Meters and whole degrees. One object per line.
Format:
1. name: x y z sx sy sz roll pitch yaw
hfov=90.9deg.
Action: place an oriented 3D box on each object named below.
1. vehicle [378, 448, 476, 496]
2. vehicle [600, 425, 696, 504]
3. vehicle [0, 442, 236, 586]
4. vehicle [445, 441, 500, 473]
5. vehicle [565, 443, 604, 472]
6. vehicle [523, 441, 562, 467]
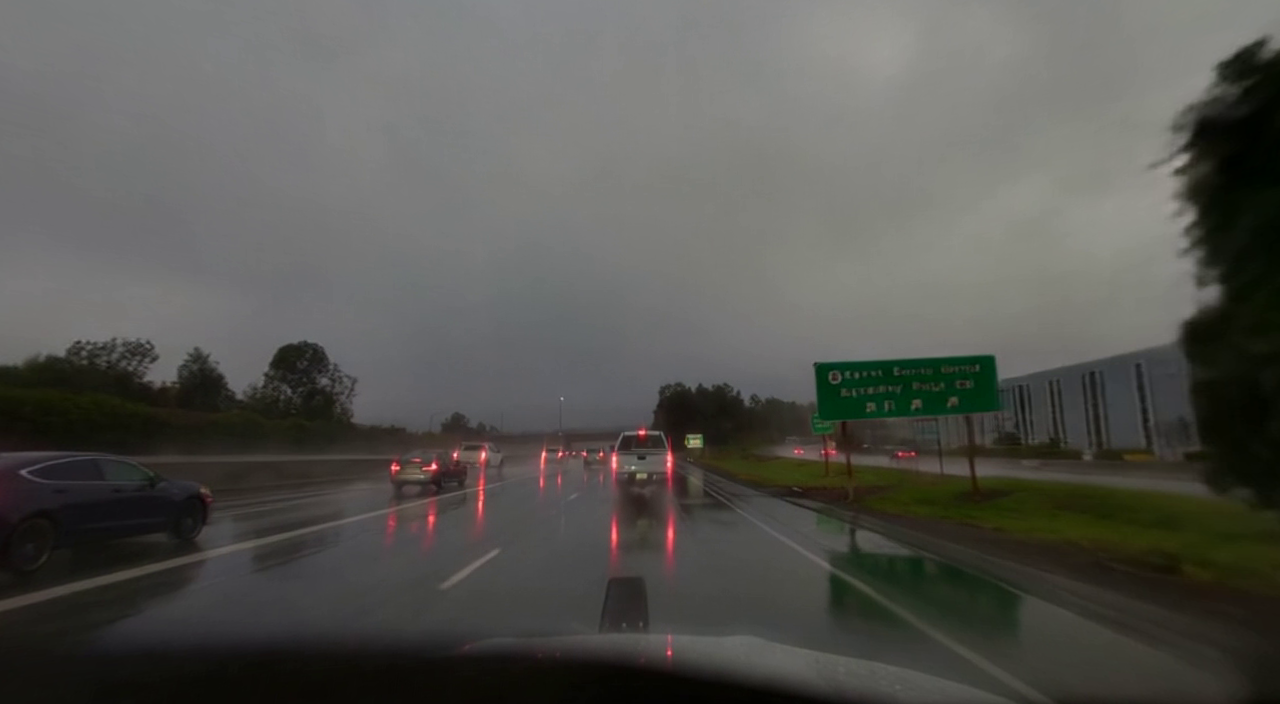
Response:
1. vehicle: -7.212 4.073 21.841 1.869 1.466 4.217 0 -9 1
2. vehicle: 0.198 2.856 16.302 2.152 1.779 3.924 0 -9 1
3. vehicle: -7.455 1.886 7.941 1.864 1.458 4.295 0 -9 0
4. vehicle: -11.121 6.992 42.296 2.157 1.941 5.544 0 -9 0
5. vehicle: -3.331 6.432 38.526 1.952 1.649 4.131 0 -9 1
6. vehicle: -7.363 7.761 48.045 2.106 1.816 4.936 0 -9 0
